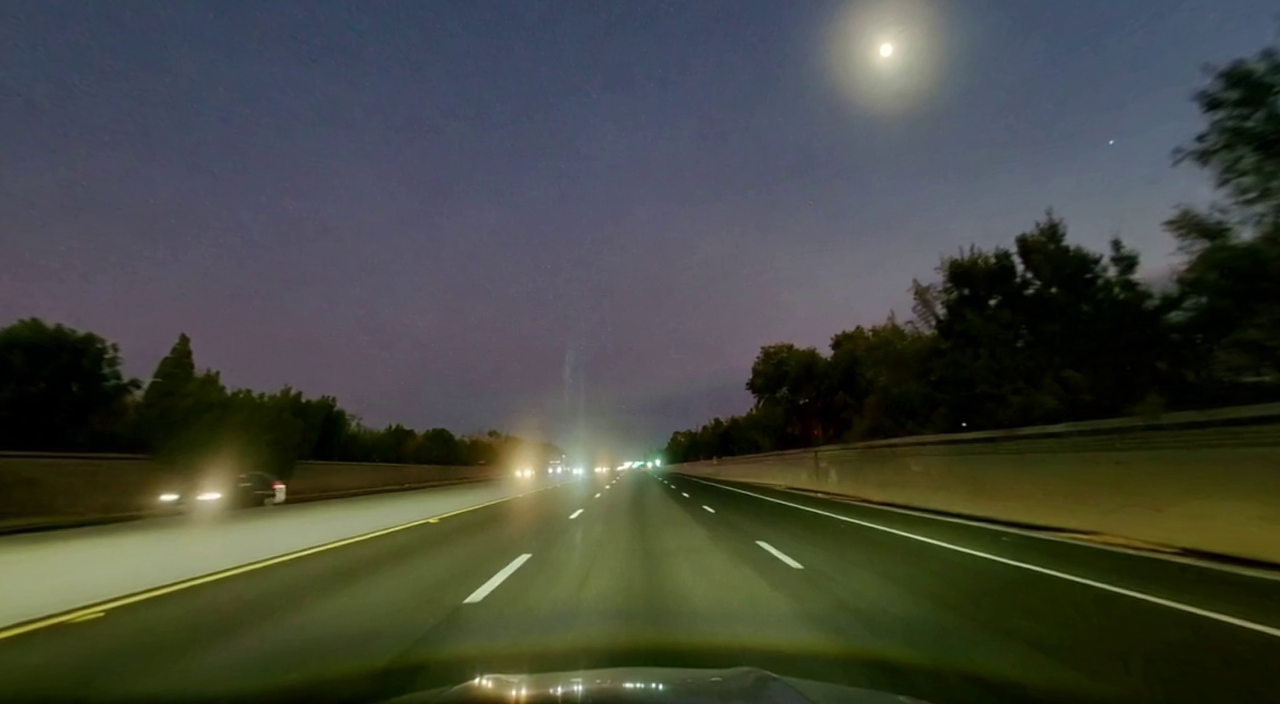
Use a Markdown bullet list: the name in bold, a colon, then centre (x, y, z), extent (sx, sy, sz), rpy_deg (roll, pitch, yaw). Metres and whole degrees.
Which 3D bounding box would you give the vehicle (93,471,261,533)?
- **vehicle**: centre (-12.692, 4.102, 17.614), extent (1.761, 1.454, 3.797), rpy_deg (1, -10, 0)
